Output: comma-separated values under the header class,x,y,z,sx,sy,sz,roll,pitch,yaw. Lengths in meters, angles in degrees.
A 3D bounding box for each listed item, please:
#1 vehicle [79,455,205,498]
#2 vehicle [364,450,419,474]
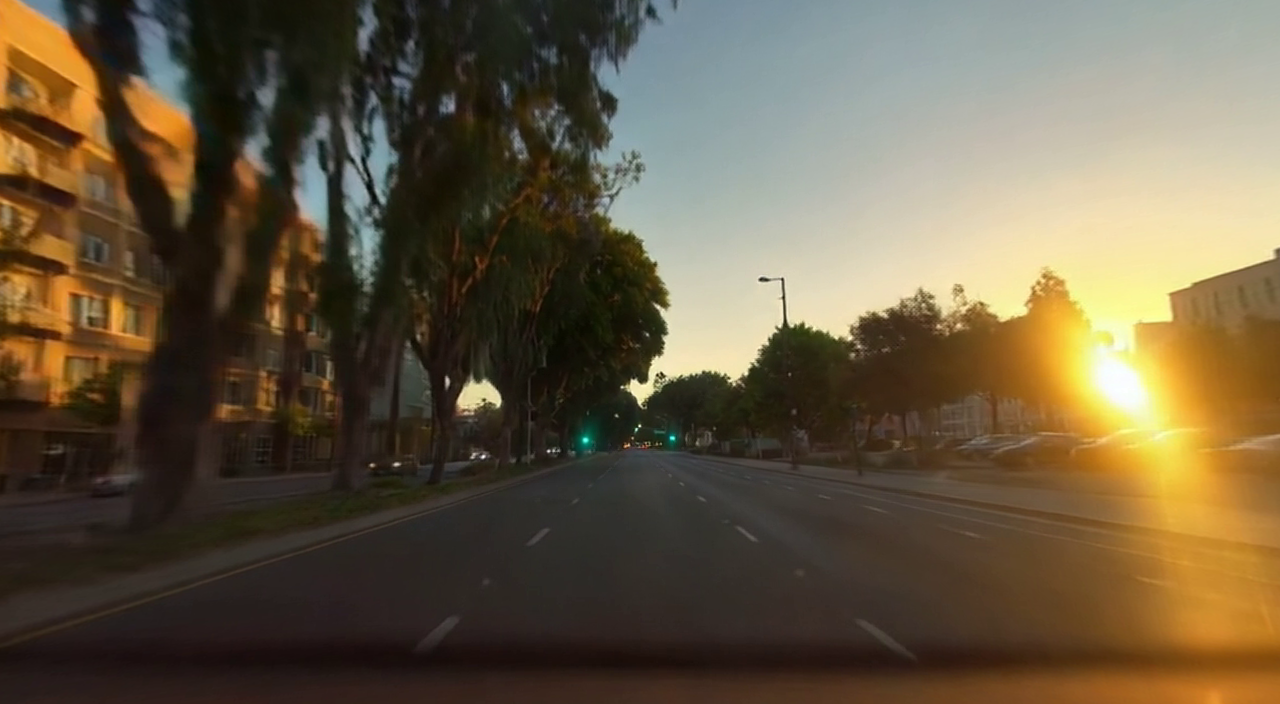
class,x,y,z,sx,sy,sz,roll,pitch,yaw
vehicle,-22.319,5.556,28.601,1.990,1.650,4.617,0,-8,-1
vehicle,-16.899,7.482,43.225,1.877,1.525,4.312,-1,-8,3
